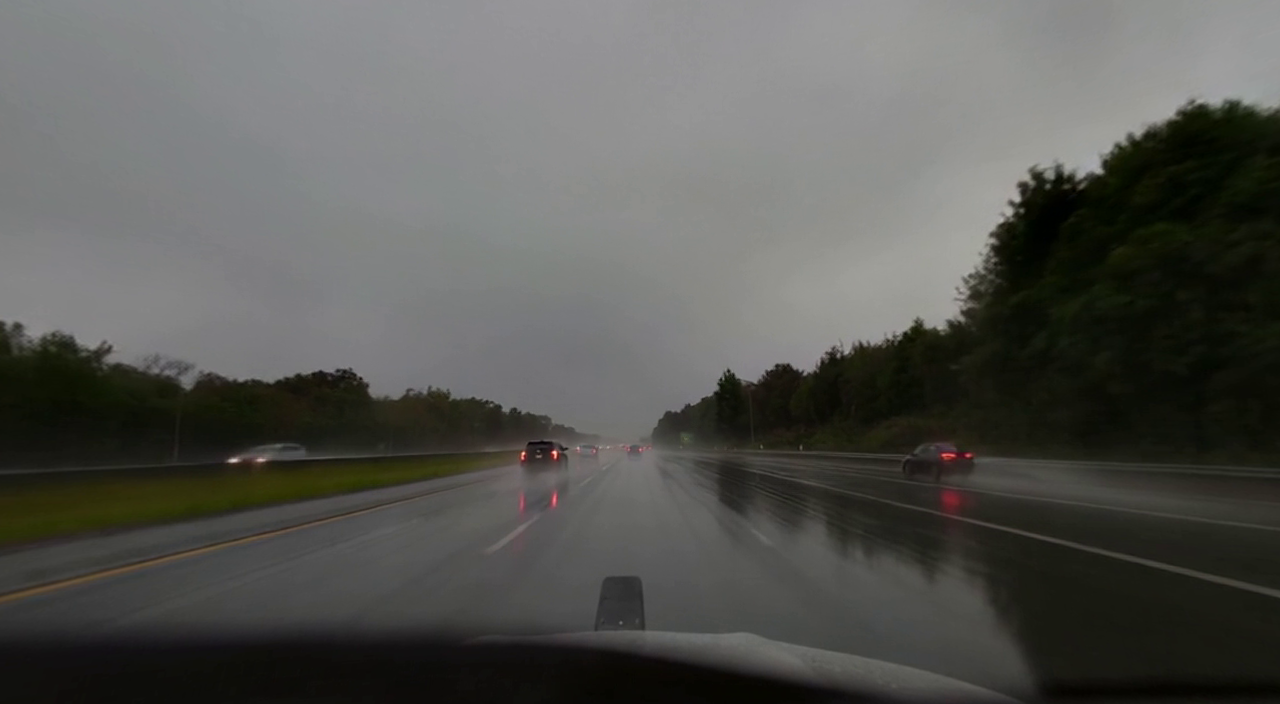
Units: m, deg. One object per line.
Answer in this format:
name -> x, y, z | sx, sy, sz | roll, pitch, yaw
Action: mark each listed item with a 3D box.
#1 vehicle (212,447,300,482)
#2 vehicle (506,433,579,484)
vehicle -> -21.264, 6.214, 35.237 | 1.977, 1.826, 4.671 | 0, -9, 0
vehicle -> -3.630, 4.080, 24.435 | 2.114, 1.774, 4.427 | 0, -9, 0
